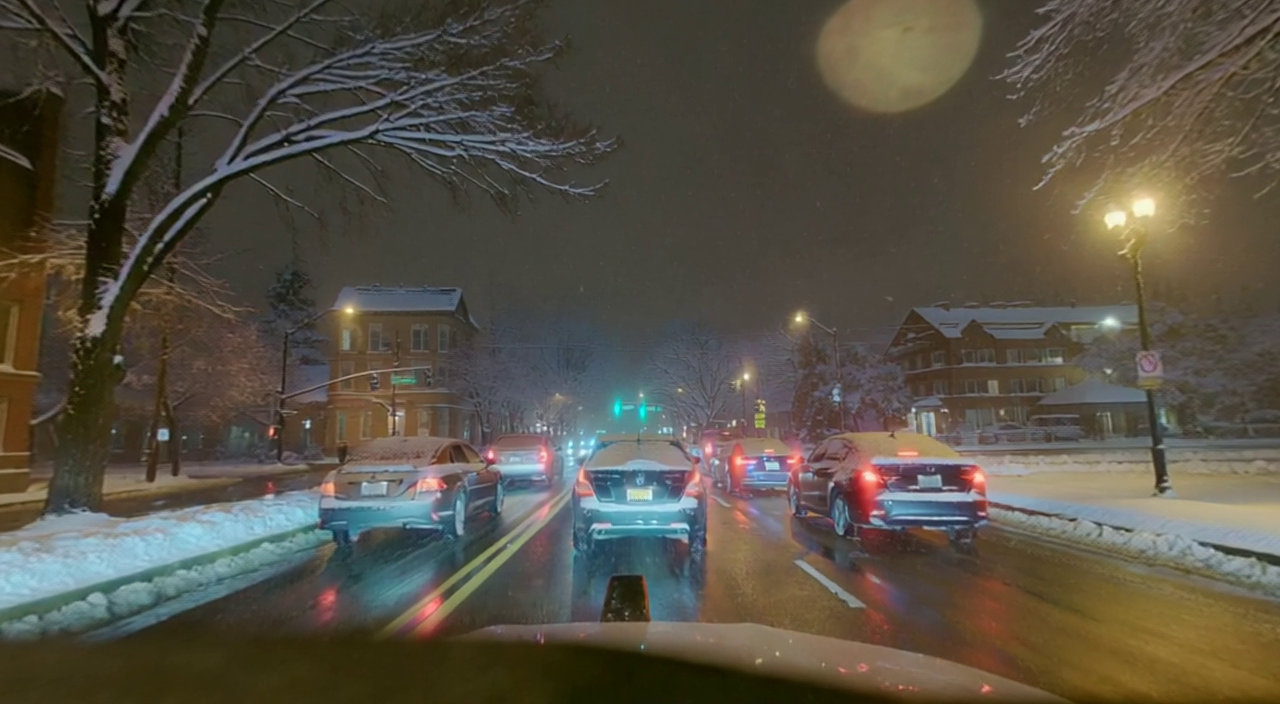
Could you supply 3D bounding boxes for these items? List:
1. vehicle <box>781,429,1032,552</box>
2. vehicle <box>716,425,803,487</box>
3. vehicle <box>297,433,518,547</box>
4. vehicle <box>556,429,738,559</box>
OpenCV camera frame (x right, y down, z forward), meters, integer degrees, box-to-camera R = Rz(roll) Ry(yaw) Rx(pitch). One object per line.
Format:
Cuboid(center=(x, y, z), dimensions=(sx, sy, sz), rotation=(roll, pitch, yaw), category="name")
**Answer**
Cuboid(center=(3.785, 2.032, 10.035), dimensions=(1.990, 1.486, 4.431), rotation=(0, -8, -1), category="vehicle")
Cuboid(center=(4.178, 3.753, 23.085), dimensions=(2.142, 1.957, 5.443), rotation=(0, -8, 0), category="vehicle")
Cuboid(center=(-3.449, 2.112, 10.354), dimensions=(2.002, 1.465, 4.098), rotation=(0, -8, 1), category="vehicle")
Cuboid(center=(0.052, 1.930, 9.291), dimensions=(2.101, 1.480, 3.929), rotation=(0, -8, -1), category="vehicle")
